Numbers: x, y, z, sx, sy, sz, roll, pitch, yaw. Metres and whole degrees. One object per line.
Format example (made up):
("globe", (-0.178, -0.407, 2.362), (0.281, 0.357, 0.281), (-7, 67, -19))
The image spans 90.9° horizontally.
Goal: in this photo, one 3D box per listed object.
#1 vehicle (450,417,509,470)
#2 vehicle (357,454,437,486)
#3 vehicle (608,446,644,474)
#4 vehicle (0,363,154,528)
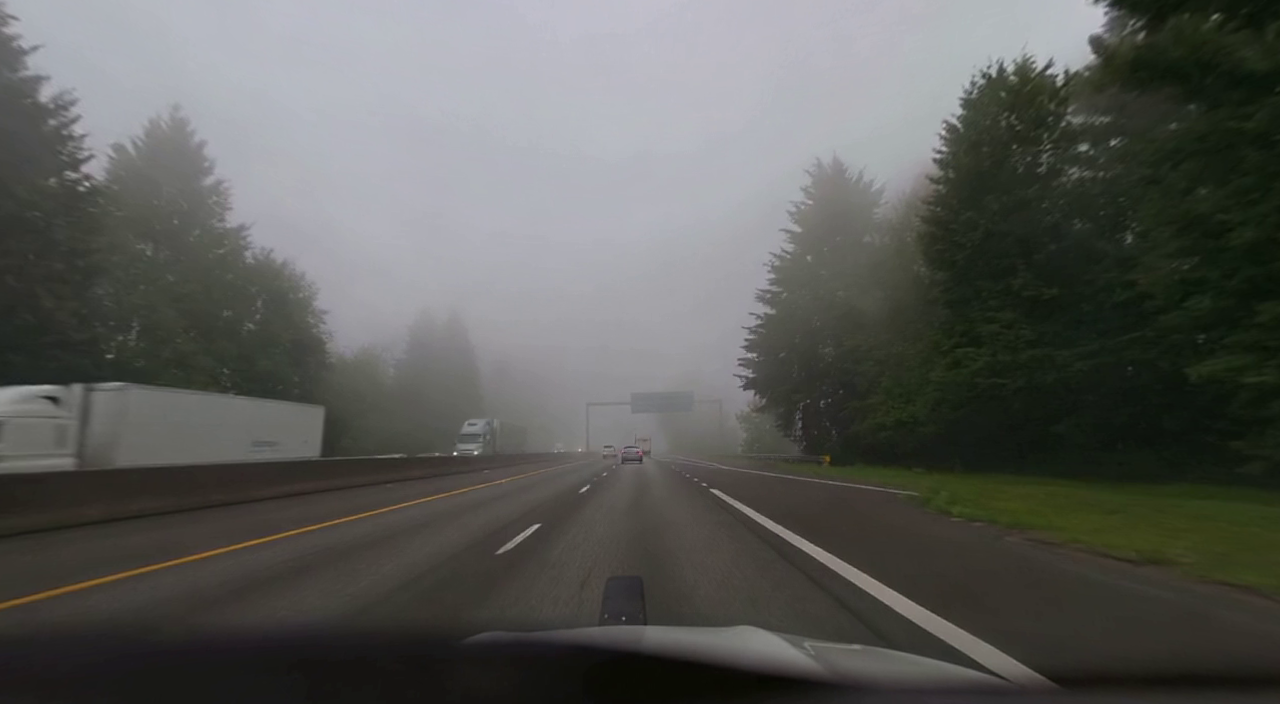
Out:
("vehicle", (-12.523, 7.259, 49.696), (2.969, 3.863, 5.830), (0, -9, 1))
("vehicle", (-12.426, 6.041, 32.595), (2.077, 1.435, 5.032), (0, -9, 1))
("vehicle", (-0.738, 6.065, 35.626), (1.860, 1.473, 3.689), (0, -9, 1))
("vehicle", (-16.882, 2.497, 16.710), (3.026, 3.934, 5.923), (0, -9, 0))
